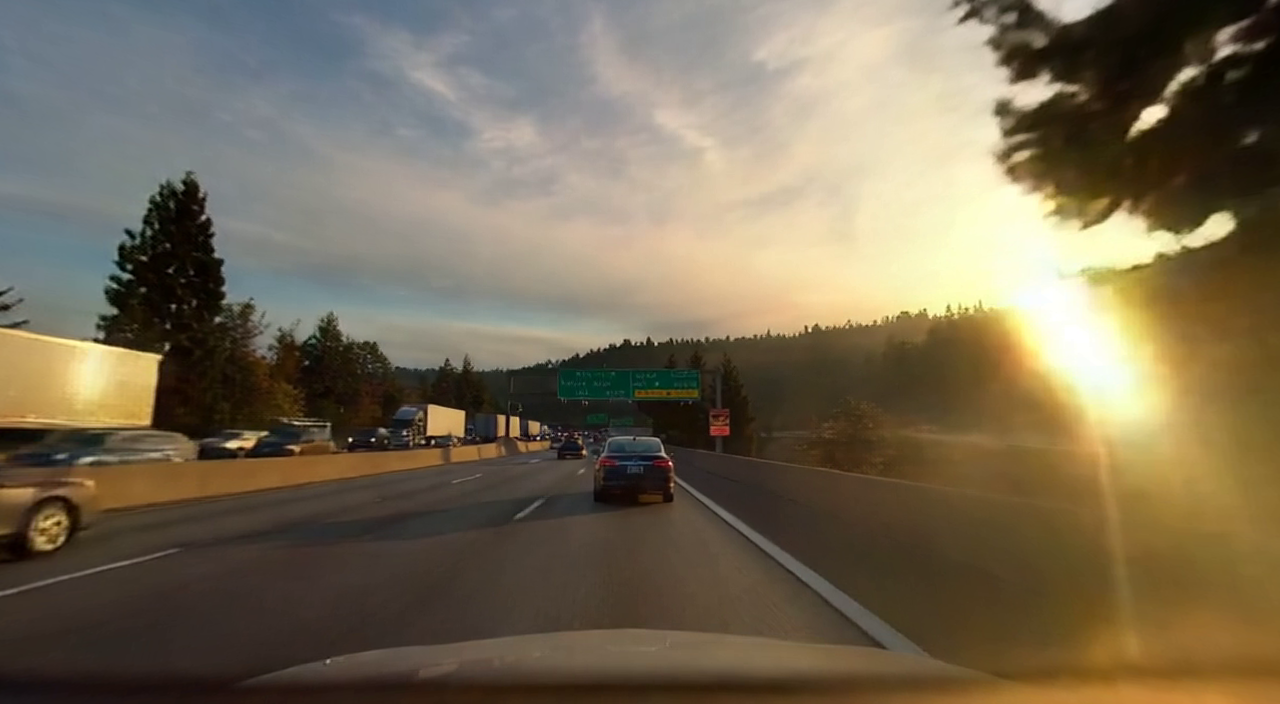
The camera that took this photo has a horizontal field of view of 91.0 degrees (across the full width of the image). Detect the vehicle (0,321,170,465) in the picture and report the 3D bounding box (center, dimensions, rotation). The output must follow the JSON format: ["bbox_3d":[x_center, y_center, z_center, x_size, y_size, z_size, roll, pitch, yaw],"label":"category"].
[{"bbox_3d":[-18.775,1.394,18.957,2.864,3.858,8.249,0,-8,-1],"label":"vehicle"}]

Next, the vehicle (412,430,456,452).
[{"bbox_3d":[-15.784,6.848,48.326,2.004,1.551,4.231,0,-8,-1],"label":"vehicle"}]

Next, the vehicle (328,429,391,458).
[{"bbox_3d":[-15.415,5.061,34.756,1.773,1.481,3.722,0,-8,-1],"label":"vehicle"}]

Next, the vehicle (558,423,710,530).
[{"bbox_3d":[-0.122,2.069,11.132,2.127,1.497,4.445,0,-8,-1],"label":"vehicle"}]

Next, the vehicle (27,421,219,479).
[{"bbox_3d":[-14.700,2.817,18.291,1.903,1.473,4.391,0,-8,-1],"label":"vehicle"}]

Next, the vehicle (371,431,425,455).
[{"bbox_3d":[-15.640,5.917,40.873,1.865,1.476,4.348,0,-8,-1],"label":"vehicle"}]

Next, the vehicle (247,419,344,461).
[{"bbox_3d":[-14.917,3.872,27.535,1.895,1.683,4.224,0,-8,-1],"label":"vehicle"}]
